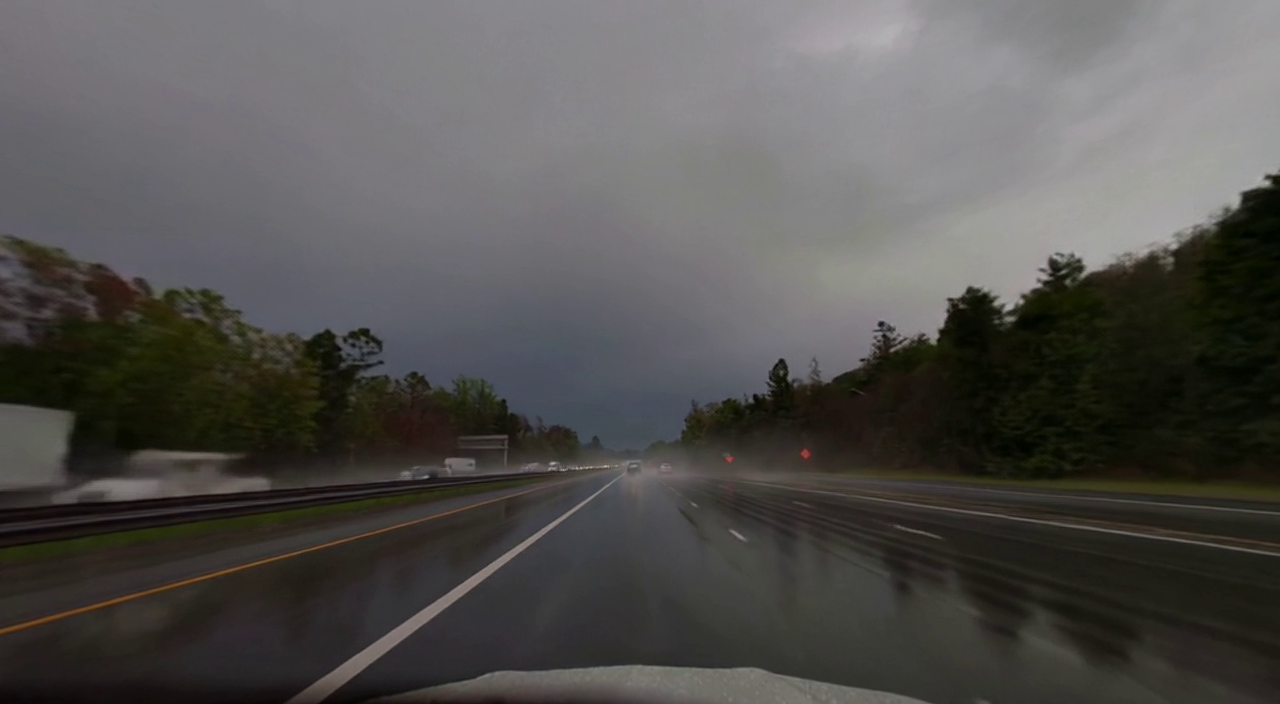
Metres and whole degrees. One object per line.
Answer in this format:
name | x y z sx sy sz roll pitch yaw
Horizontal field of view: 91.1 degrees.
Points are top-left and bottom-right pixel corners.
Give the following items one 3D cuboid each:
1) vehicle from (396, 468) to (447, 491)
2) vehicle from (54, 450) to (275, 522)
vehicle | -16.370 9.531 47.301 2.037 1.590 4.871 1 -10 1
vehicle | -12.594 3.581 17.188 2.296 1.635 4.726 1 -10 0
